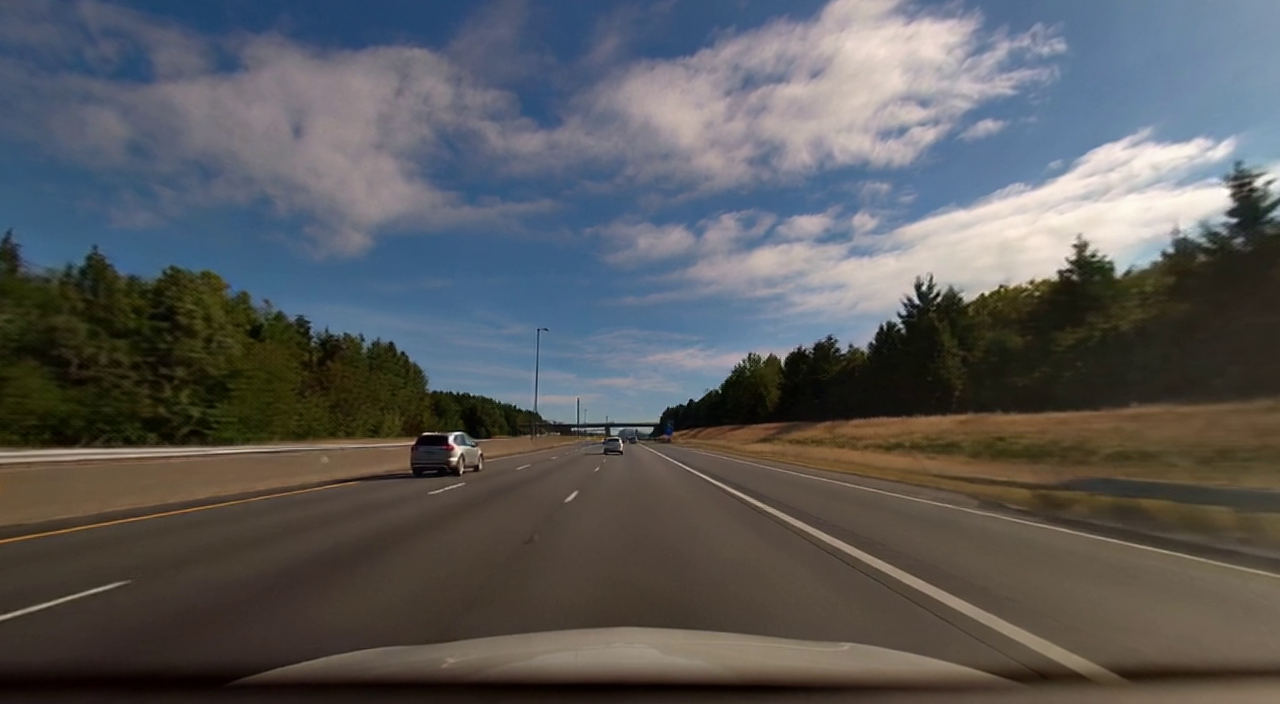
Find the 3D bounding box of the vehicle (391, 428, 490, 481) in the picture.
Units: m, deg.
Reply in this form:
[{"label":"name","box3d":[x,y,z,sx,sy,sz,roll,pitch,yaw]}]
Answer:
[{"label":"vehicle","box3d":[-6.994,3.613,22.613,2.111,1.689,4.505,0,-8,0]}]

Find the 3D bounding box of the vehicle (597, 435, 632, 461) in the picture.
[{"label":"vehicle","box3d":[-1.538,5.999,39.441,2.010,1.534,4.013,0,-8,0]}]
